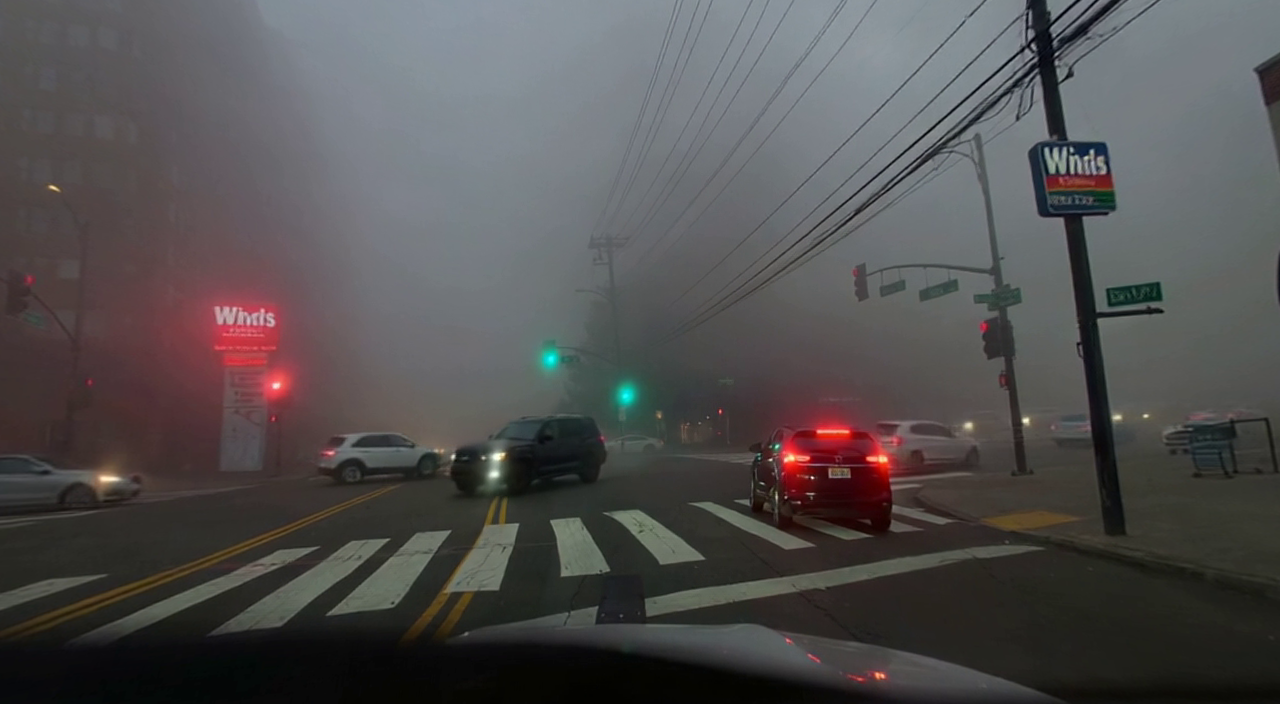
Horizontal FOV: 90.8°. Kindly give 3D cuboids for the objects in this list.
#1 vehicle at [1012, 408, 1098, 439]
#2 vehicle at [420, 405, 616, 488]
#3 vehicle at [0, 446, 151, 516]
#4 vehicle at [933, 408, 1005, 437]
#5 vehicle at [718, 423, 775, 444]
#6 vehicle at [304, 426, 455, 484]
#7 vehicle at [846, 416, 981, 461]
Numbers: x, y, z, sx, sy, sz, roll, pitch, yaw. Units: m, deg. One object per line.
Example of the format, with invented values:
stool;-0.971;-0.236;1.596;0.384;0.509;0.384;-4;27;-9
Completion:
vehicle;21.439;3.736;32.615;4.433;1.453;1.804;4;-10;-30
vehicle;-3.234;2.722;18.260;2.374;1.985;5.588;-5;-10;31
vehicle;-14.886;3.123;15.584;4.300;1.579;2.166;6;-10;-36
vehicle;22.439;4.845;43.044;4.474;1.788;2.039;4;-10;-28
vehicle;7.607;5.866;45.402;1.866;1.430;3.901;5;-10;-30
vehicle;-8.786;3.503;21.695;2.105;1.761;4.292;-5;-10;31
vehicle;9.891;3.140;22.806;4.707;1.487;1.907;4;-10;-28
